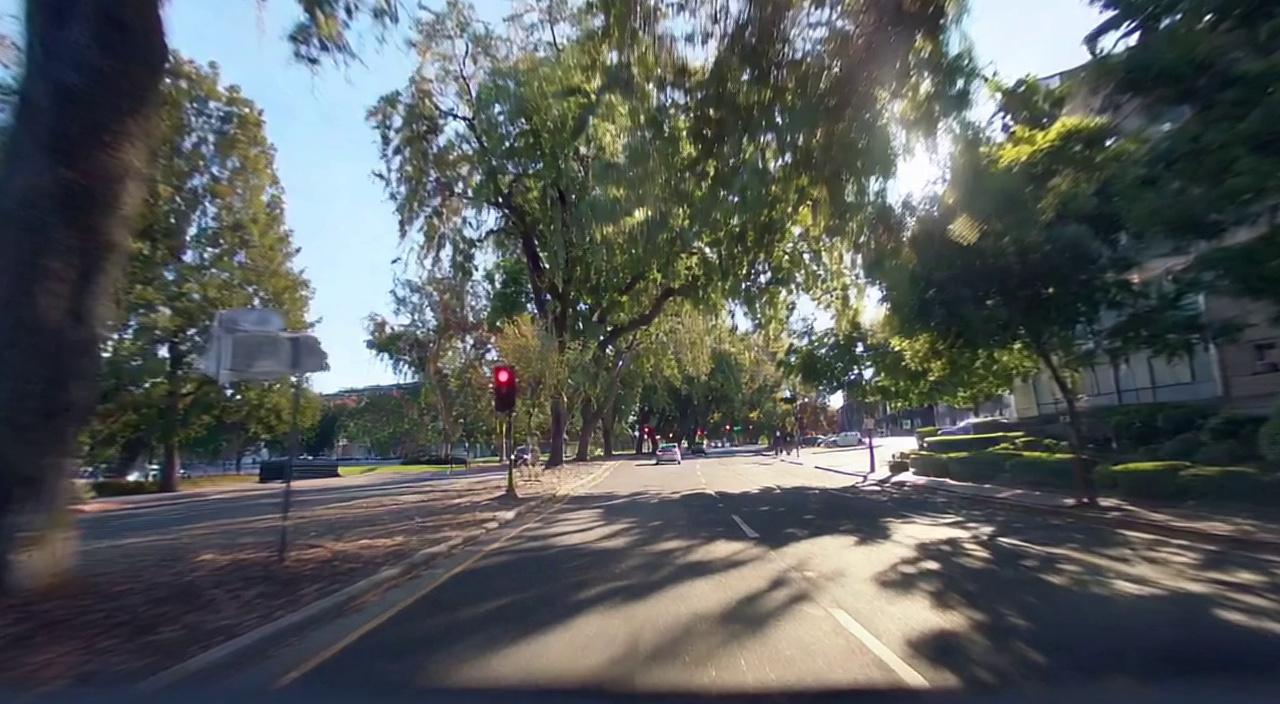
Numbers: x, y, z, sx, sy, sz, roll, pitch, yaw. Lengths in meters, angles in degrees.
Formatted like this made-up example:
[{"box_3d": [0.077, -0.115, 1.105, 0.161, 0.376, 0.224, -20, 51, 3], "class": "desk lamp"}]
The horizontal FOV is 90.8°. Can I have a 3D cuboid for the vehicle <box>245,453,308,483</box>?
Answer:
[{"box_3d": [-26.485, 8.468, 46.239, 1.961, 1.865, 4.266, -5, -8, 3], "class": "vehicle"}]

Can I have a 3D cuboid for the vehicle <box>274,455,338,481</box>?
[{"box_3d": [-23.796, 8.280, 45.258, 1.956, 1.637, 4.323, -1, -9, 5], "class": "vehicle"}]

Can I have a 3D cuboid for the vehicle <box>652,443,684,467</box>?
[{"box_3d": [2.010, 7.206, 44.383, 2.037, 1.568, 3.693, -1, -9, 5], "class": "vehicle"}]

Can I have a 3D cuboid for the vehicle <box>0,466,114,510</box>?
[{"box_3d": [-25.295, 5.726, 26.855, 1.849, 1.438, 4.725, -3, -8, 0], "class": "vehicle"}]
